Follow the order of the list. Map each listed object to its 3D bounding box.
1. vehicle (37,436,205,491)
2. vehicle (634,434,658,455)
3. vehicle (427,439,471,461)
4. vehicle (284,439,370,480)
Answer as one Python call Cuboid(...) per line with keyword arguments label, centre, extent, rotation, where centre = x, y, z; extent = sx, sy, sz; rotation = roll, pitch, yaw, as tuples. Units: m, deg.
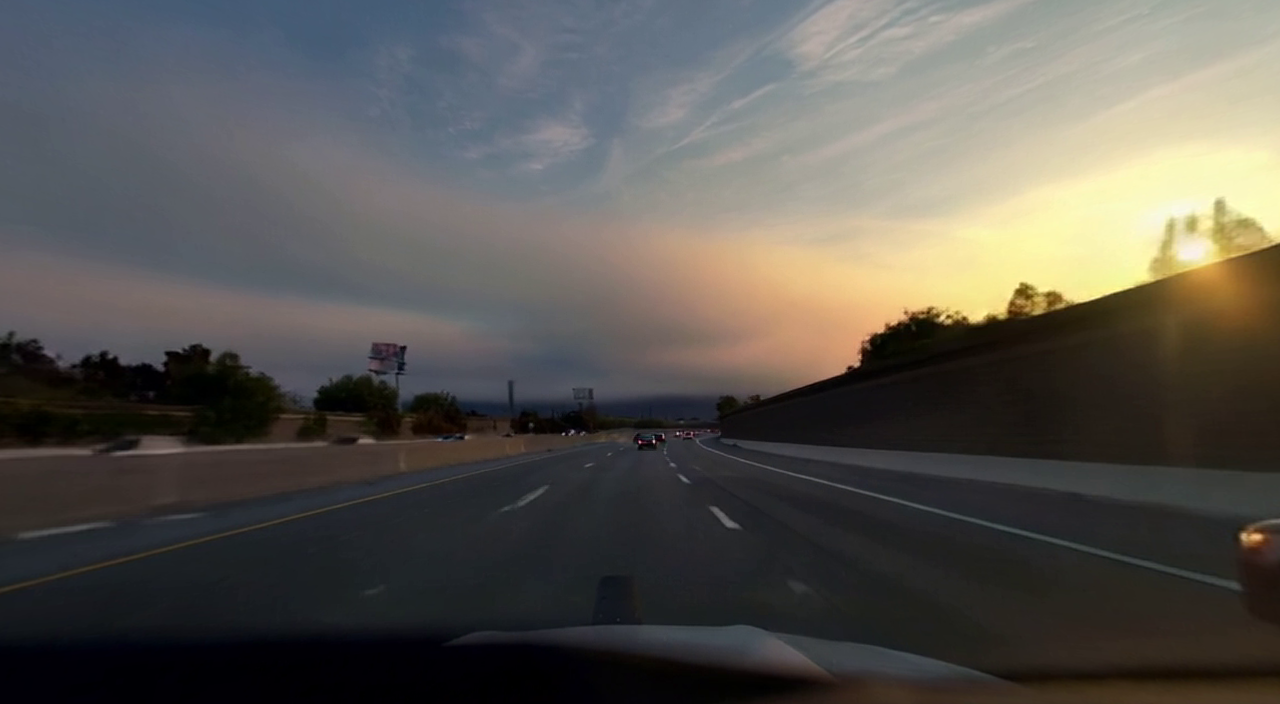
Cuboid(label="vehicle", centre=(-15.352, 3.269, 18.906), extent=(1.772, 1.454, 3.816), rotation=(0, -8, -1))
Cuboid(label="vehicle", centre=(0.425, 7.191, 48.980), extent=(1.771, 1.480, 3.781), rotation=(0, -8, 0))
Cuboid(label="vehicle", centre=(-14.880, 7.647, 49.205), extent=(1.963, 1.491, 4.329), rotation=(-1, -7, 2))
Cuboid(label="vehicle", centre=(-12.408, 4.248, 25.169), extent=(1.668, 1.407, 3.555), rotation=(-1, -7, -2))
